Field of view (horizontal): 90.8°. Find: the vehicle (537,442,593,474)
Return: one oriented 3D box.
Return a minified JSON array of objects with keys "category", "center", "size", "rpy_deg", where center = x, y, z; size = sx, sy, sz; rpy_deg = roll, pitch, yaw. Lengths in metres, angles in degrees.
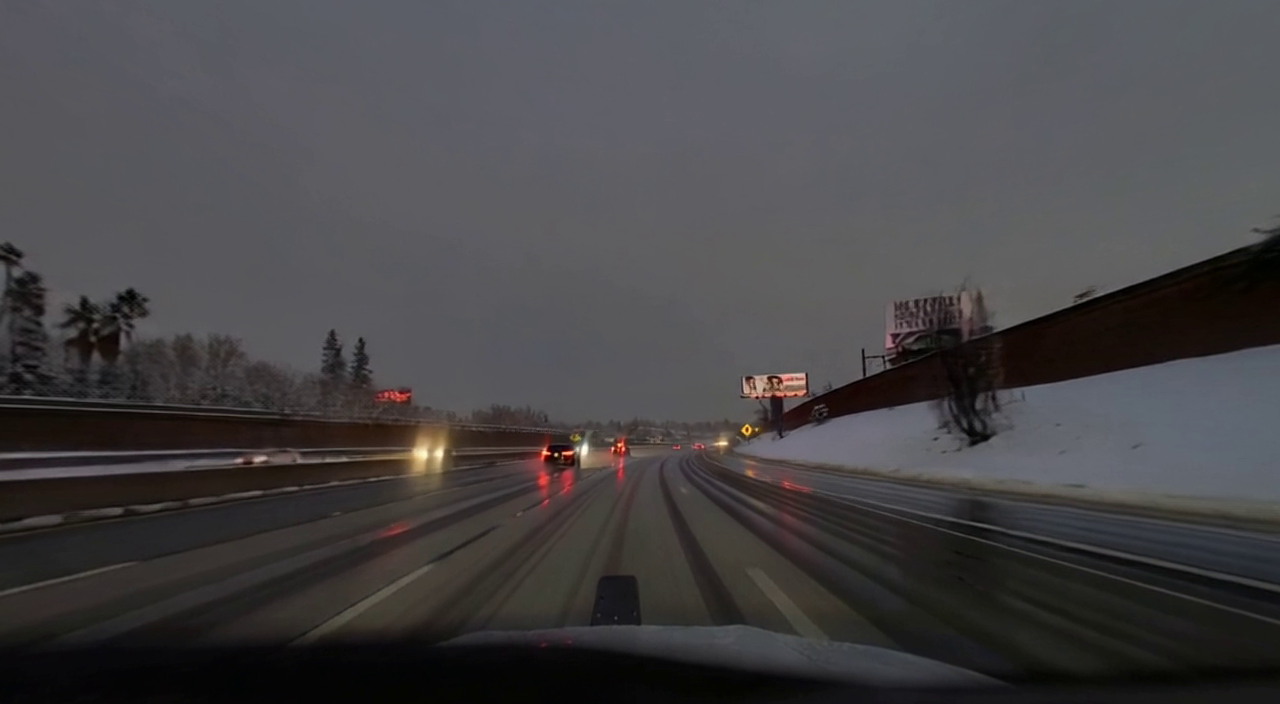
[{"category":"vehicle","center":[-3.695,5.326,32.031],"size":[2.078,1.457,4.648],"rpy_deg":[-1,-8,3]}]

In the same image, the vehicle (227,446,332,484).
[{"category":"vehicle","center":[-14.541,4.565,25.776],"size":[1.961,1.413,3.799],"rpy_deg":[-1,-8,2]}]
